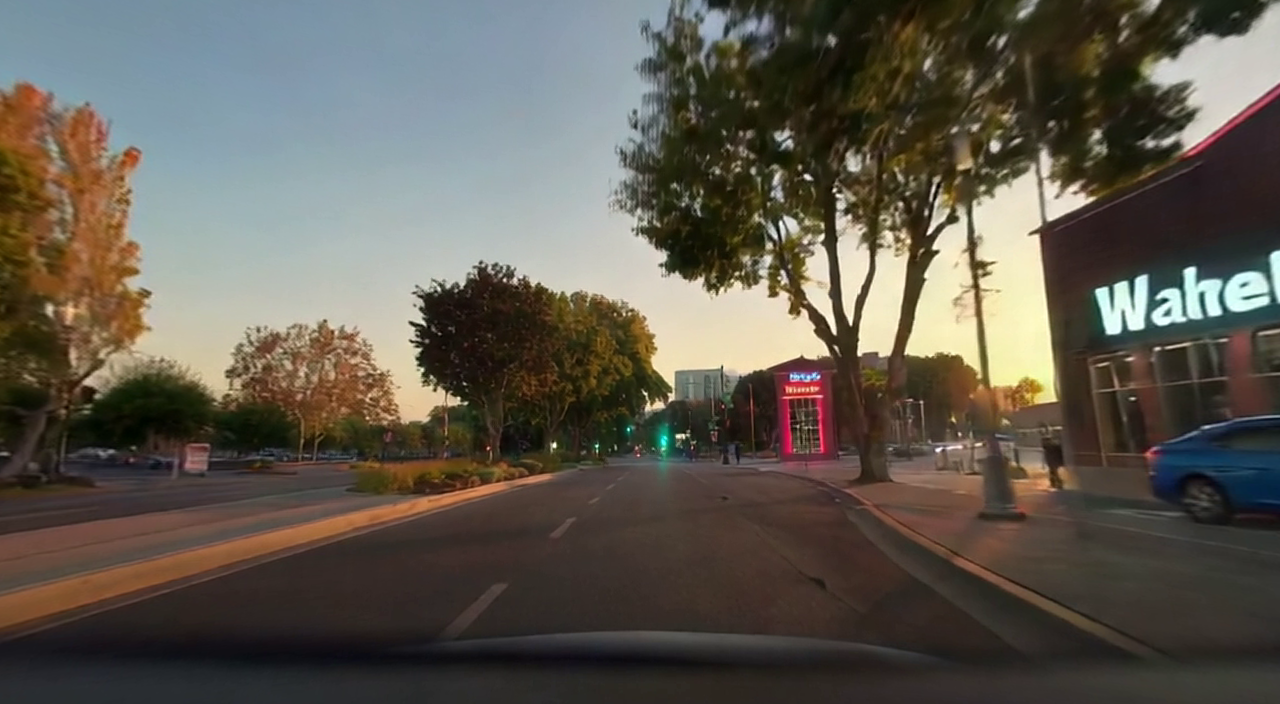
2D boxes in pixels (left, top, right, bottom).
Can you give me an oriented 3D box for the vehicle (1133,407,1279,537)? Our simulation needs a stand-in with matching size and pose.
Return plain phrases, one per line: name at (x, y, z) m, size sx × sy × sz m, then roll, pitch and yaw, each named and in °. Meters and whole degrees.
vehicle at (12.663, 1.932, 11.046) m, size 5.788 × 2.002 × 2.377 m, roll -3°, pitch -7°, yaw 5°
